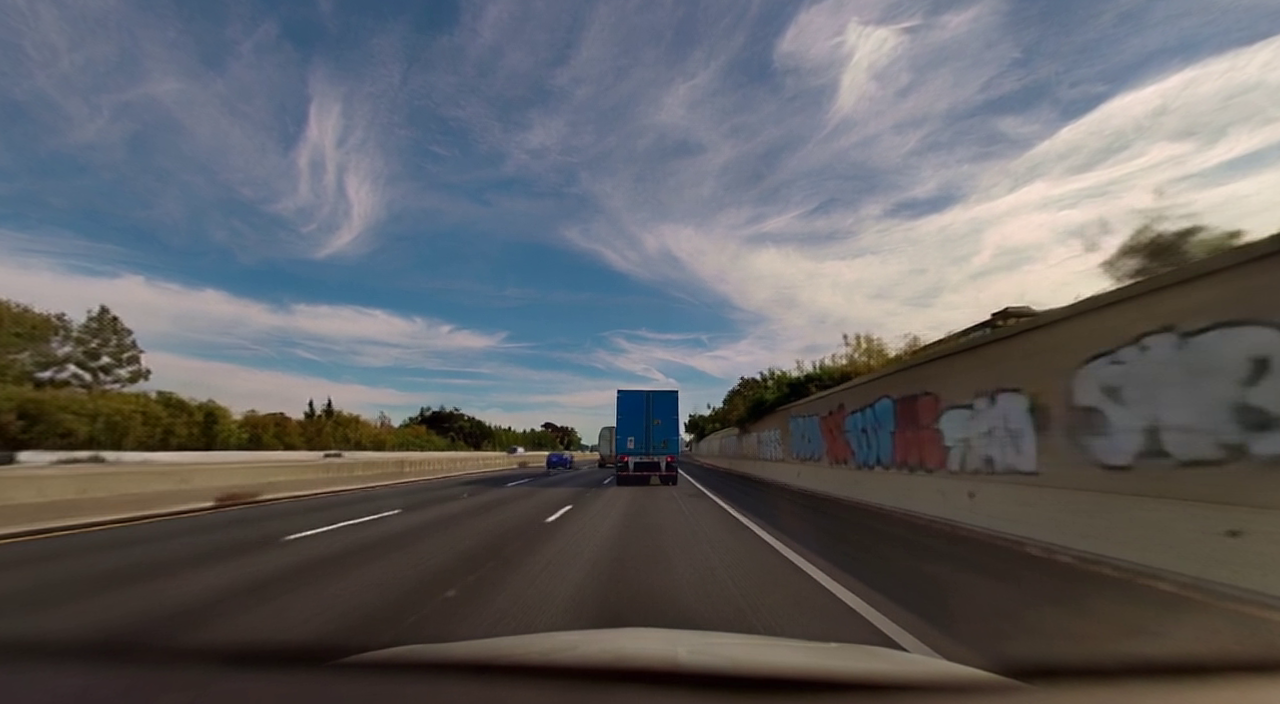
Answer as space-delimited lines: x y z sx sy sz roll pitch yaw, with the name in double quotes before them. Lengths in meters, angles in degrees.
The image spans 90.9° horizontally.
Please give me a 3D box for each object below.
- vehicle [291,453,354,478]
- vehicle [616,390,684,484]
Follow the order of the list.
"vehicle" -19.736 7.038 39.340 1.791 1.469 3.979 0 -9 2
"vehicle" 0.498 4.576 33.202 2.997 4.069 10.871 0 -9 1
